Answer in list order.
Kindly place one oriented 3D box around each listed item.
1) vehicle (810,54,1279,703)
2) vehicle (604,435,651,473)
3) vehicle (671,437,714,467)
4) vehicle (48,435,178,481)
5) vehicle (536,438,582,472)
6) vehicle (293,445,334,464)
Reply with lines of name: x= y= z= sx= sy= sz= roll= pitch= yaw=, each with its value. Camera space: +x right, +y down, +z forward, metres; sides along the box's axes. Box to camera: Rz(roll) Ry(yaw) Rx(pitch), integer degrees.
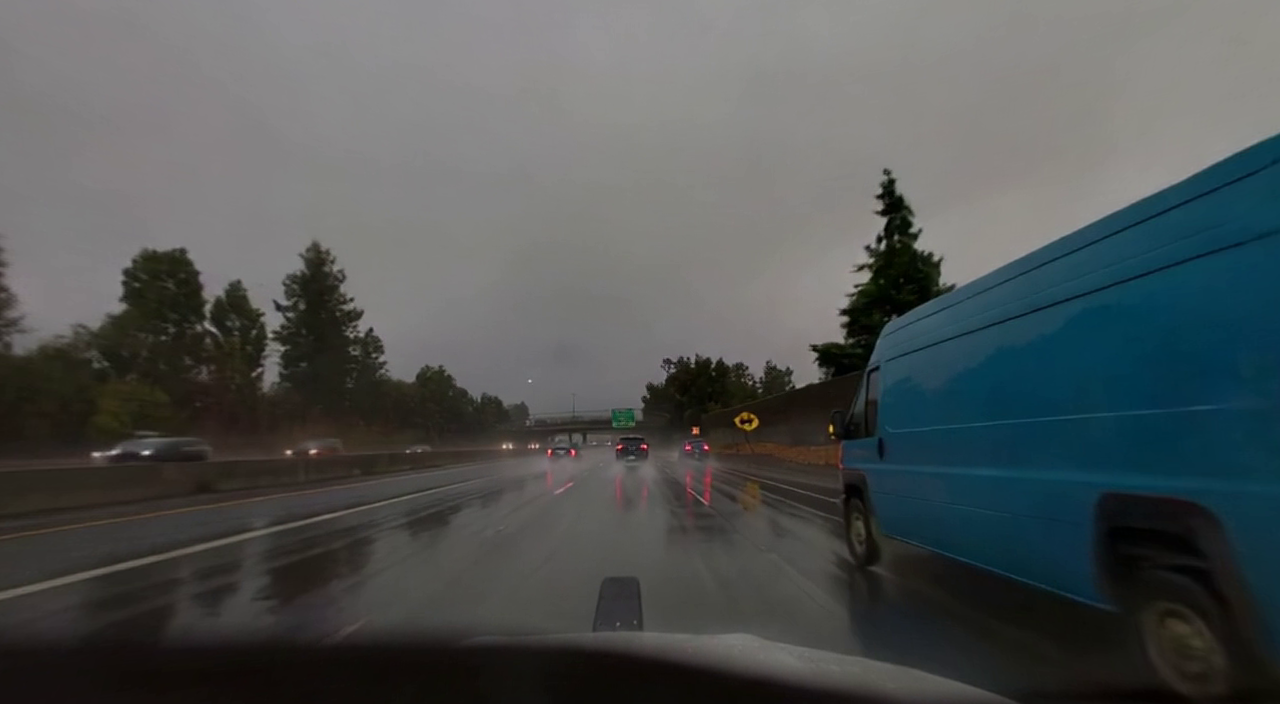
vehicle: x=3.536 y=0.634 z=4.511 sx=2.631 sy=2.709 sz=6.496 roll=0 pitch=-8 yaw=-2
vehicle: x=-0.638 y=5.249 z=32.757 sx=2.297 sy=1.783 sz=4.355 roll=0 pitch=-8 yaw=-1
vehicle: x=3.262 y=6.340 z=40.066 sx=2.160 sy=1.759 sz=4.214 roll=0 pitch=-8 yaw=-2
vehicle: x=-18.221 y=3.659 z=22.057 sx=1.573 sy=1.473 sz=3.348 roll=0 pitch=-8 yaw=0
vehicle: x=-4.407 y=5.677 z=35.019 sx=2.023 sy=1.709 sz=4.263 roll=0 pitch=-8 yaw=0
vehicle: x=-25.278 y=7.931 z=49.050 sx=1.448 sy=1.423 sz=3.208 roll=0 pitch=-8 yaw=0
